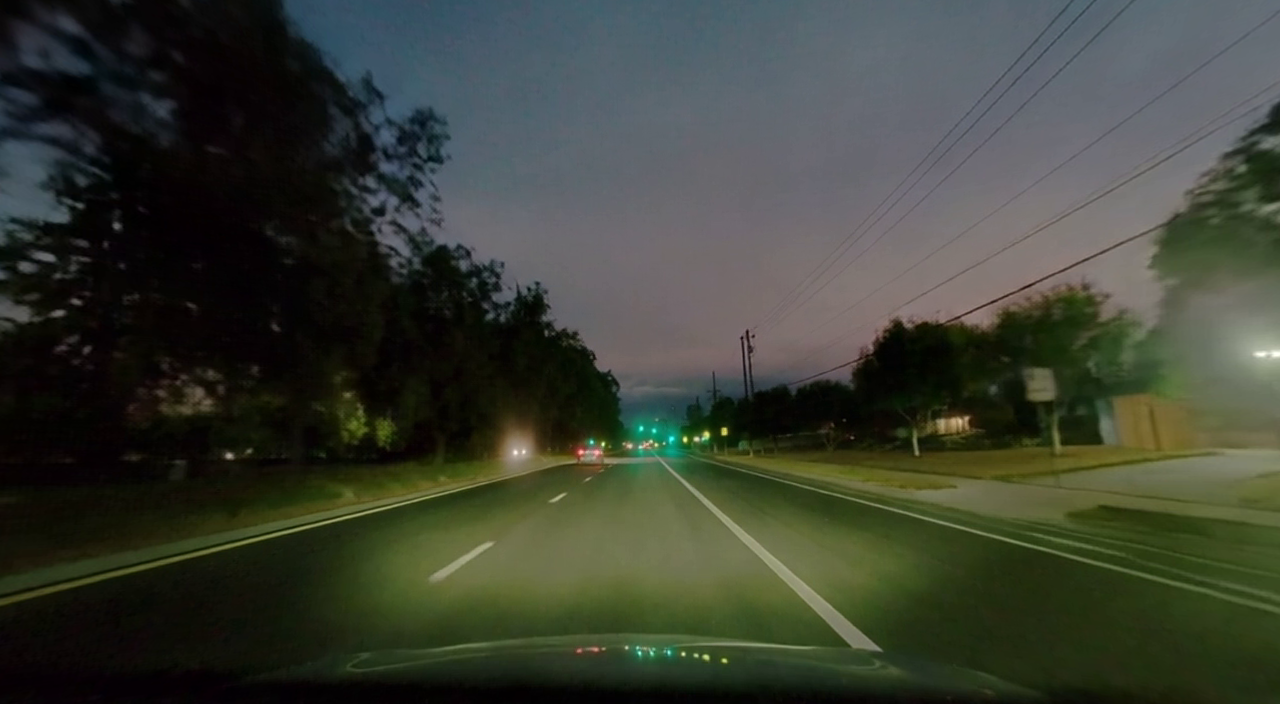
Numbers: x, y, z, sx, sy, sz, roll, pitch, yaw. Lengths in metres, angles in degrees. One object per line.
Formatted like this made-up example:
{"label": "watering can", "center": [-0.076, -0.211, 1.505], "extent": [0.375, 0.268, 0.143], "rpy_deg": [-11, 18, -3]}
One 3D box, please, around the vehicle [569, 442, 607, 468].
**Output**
{"label": "vehicle", "center": [-3.251, 6.518, 39.988], "extent": [2.007, 1.514, 4.049], "rpy_deg": [0, -8, 1]}
